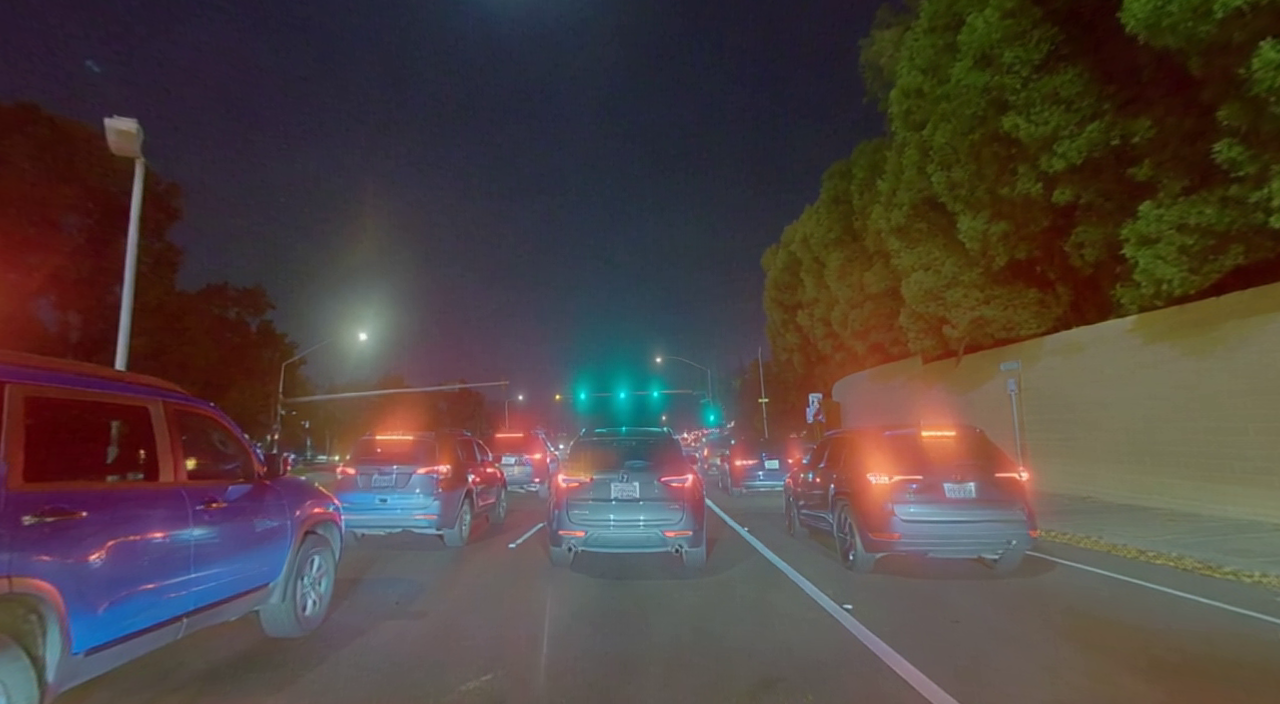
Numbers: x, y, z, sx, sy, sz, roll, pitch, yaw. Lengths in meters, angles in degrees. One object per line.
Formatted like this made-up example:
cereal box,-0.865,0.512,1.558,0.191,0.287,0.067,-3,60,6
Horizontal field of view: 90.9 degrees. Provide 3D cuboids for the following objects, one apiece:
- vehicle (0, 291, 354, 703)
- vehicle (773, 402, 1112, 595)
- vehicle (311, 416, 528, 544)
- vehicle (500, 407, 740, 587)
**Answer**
vehicle,-3.519,0.829,3.113,2.070,1.913,4.450,0,-8,0
vehicle,3.150,1.618,7.808,2.029,1.702,4.281,0,-8,0
vehicle,-3.484,2.118,11.144,2.067,1.759,4.631,0,-8,1
vehicle,-0.151,1.651,7.950,2.245,1.677,3.913,0,-8,1
